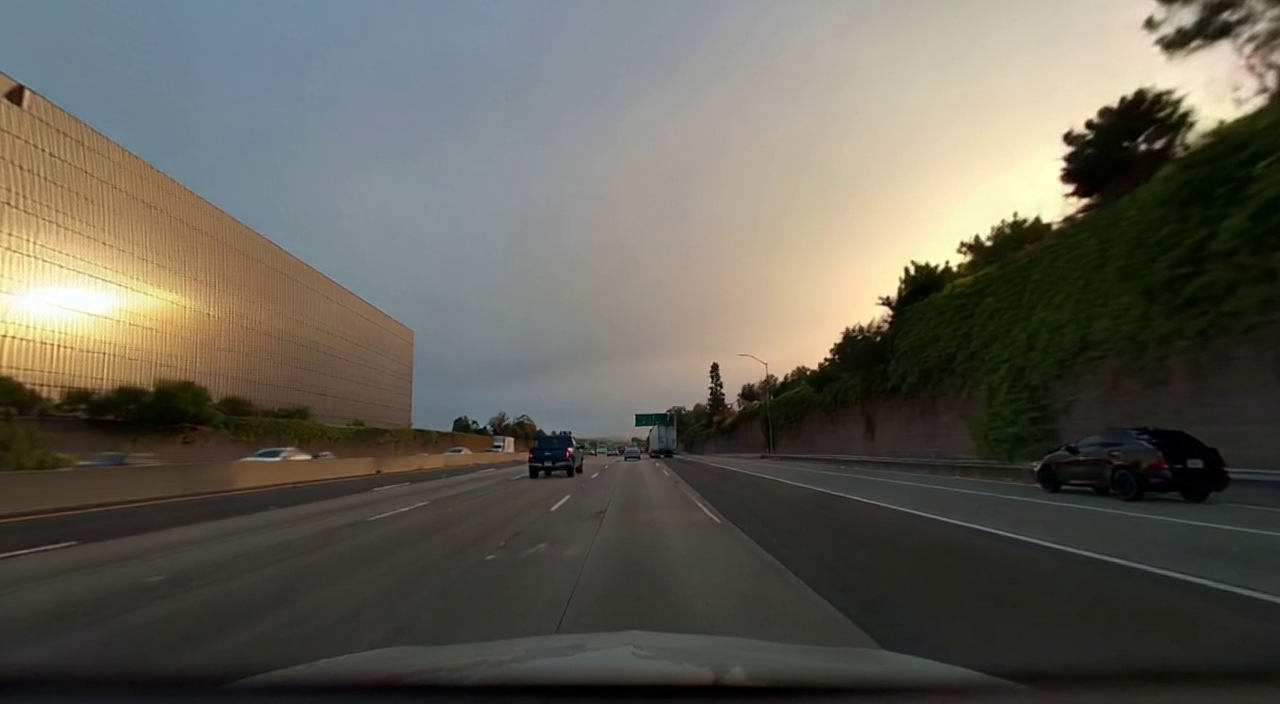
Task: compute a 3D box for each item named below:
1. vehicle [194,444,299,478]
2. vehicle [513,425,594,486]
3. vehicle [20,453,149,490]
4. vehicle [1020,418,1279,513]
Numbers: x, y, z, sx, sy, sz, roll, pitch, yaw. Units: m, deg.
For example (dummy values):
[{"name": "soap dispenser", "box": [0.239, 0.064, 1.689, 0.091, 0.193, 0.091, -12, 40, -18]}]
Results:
[{"name": "vehicle", "box": [-20.620, 5.759, 33.454, 2.052, 1.622, 5.500, 0, -9, 0]}, {"name": "vehicle", "box": [-3.113, 3.909, 24.080, 2.284, 2.022, 5.752, 0, -9, 0]}, {"name": "vehicle", "box": [-23.696, 5.091, 27.195, 1.828, 1.428, 4.106, 0, -9, 0]}, {"name": "vehicle", "box": [11.479, 2.558, 14.587, 2.089, 1.787, 5.080, 0, -9, -2]}]
